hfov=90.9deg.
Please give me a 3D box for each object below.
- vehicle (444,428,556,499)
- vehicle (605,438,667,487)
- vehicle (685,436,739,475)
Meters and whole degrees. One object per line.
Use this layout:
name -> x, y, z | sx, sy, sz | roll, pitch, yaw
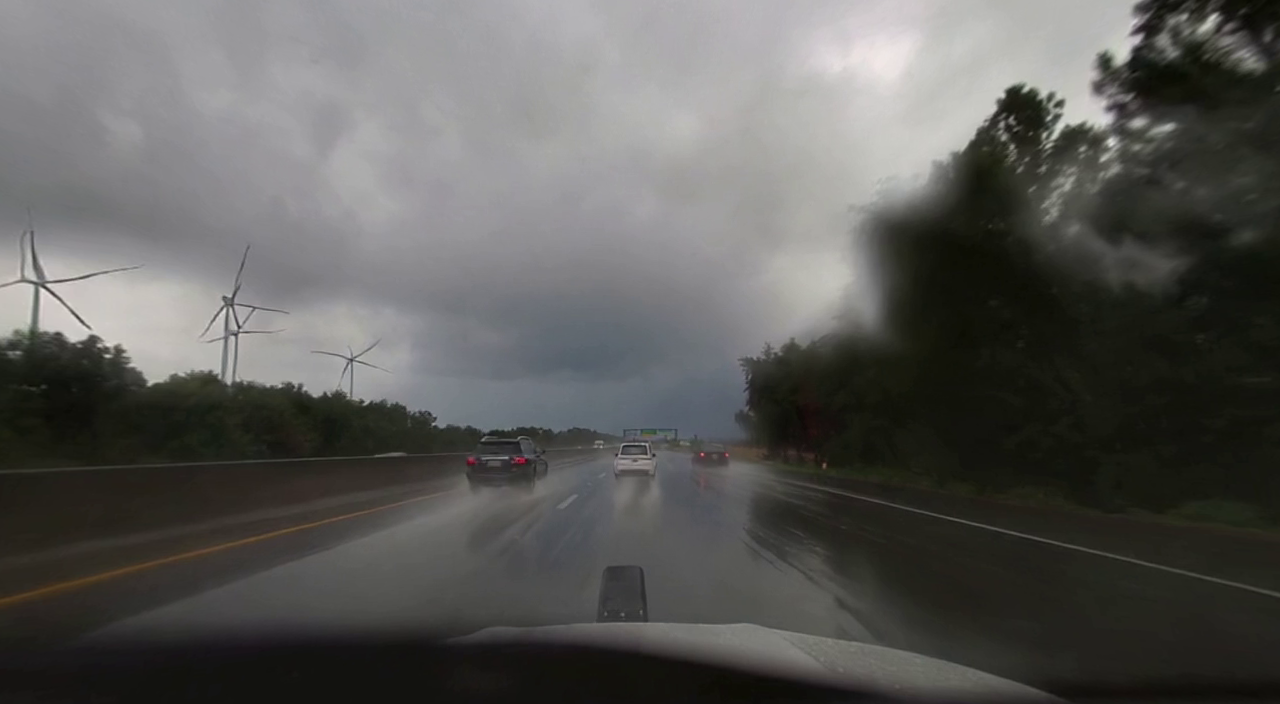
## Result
vehicle -> -3.886, 3.200, 18.412 | 2.131, 1.784, 4.635 | 0, -9, 1
vehicle -> -0.148, 4.048, 23.322 | 2.083, 1.653, 3.787 | 0, -9, 0
vehicle -> 3.632, 5.354, 32.674 | 2.104, 1.861, 4.956 | 0, -9, -1
